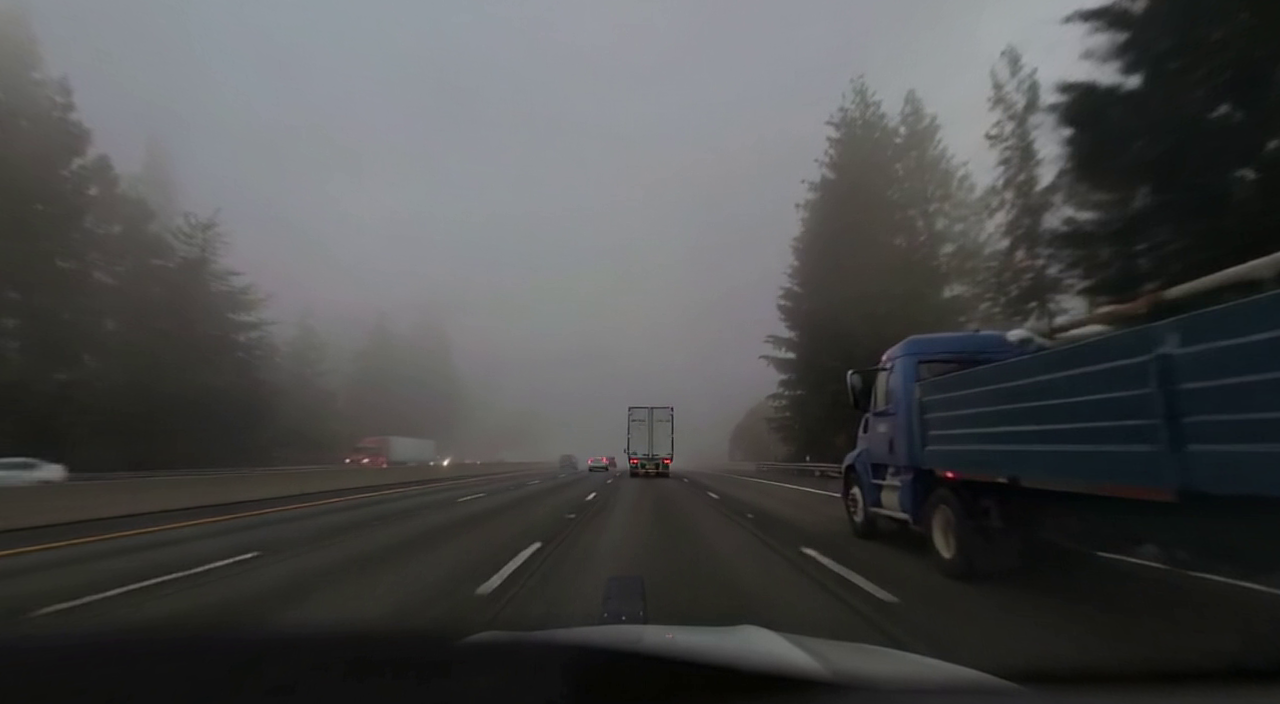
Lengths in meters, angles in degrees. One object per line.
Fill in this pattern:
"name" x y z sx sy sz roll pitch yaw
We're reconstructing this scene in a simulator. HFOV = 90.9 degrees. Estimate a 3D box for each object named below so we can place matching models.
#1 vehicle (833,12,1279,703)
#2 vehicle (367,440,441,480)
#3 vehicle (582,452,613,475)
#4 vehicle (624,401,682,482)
"vehicle" 4.638 0.540 5.933 2.874 3.635 8.115 0 -9 -1
"vehicle" -18.063 8.296 48.772 2.845 2.784 7.224 0 -9 1
"vehicle" -3.111 8.302 47.065 2.061 1.555 3.900 0 -9 0
"vehicle" 0.549 5.458 37.995 2.875 4.056 12.312 0 -9 -1
